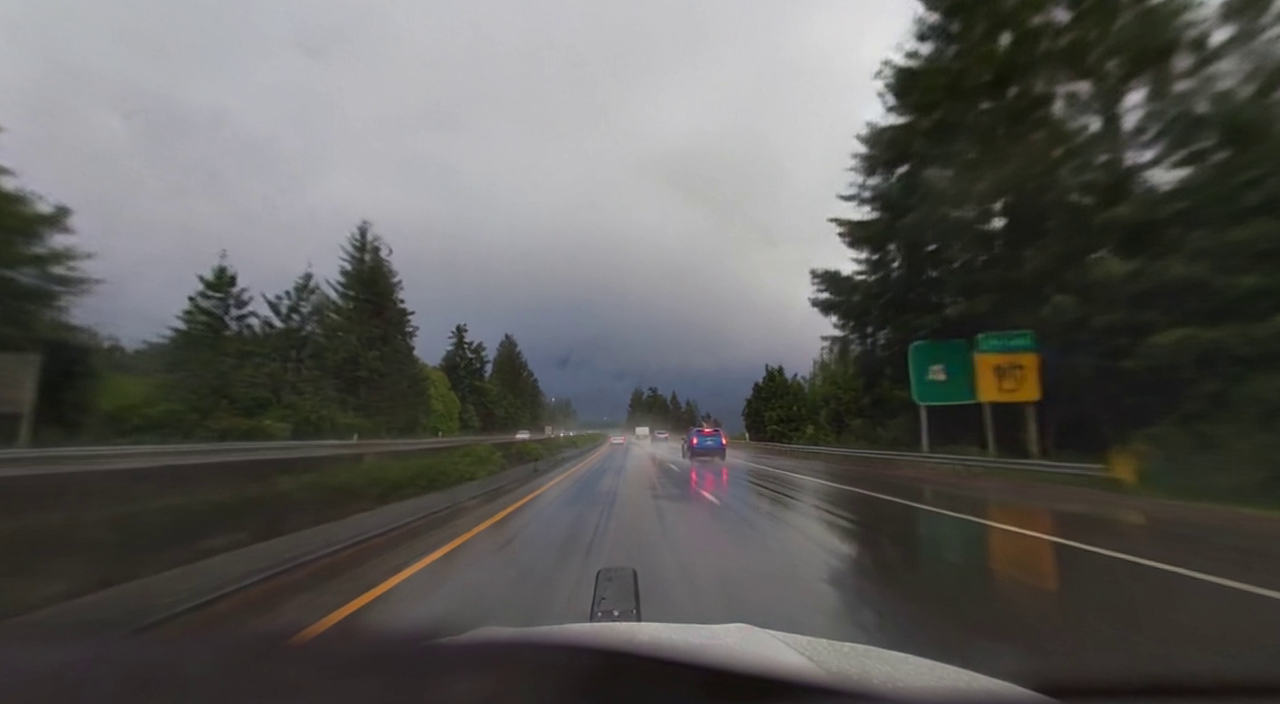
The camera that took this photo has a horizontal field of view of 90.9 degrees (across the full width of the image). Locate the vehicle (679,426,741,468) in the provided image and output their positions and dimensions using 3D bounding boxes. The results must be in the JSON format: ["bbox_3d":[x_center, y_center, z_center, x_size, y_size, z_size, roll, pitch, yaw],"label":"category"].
[{"bbox_3d":[2.985,4.166,27.915,2.085,1.681,4.436,0,-7,-2],"label":"vehicle"}]
